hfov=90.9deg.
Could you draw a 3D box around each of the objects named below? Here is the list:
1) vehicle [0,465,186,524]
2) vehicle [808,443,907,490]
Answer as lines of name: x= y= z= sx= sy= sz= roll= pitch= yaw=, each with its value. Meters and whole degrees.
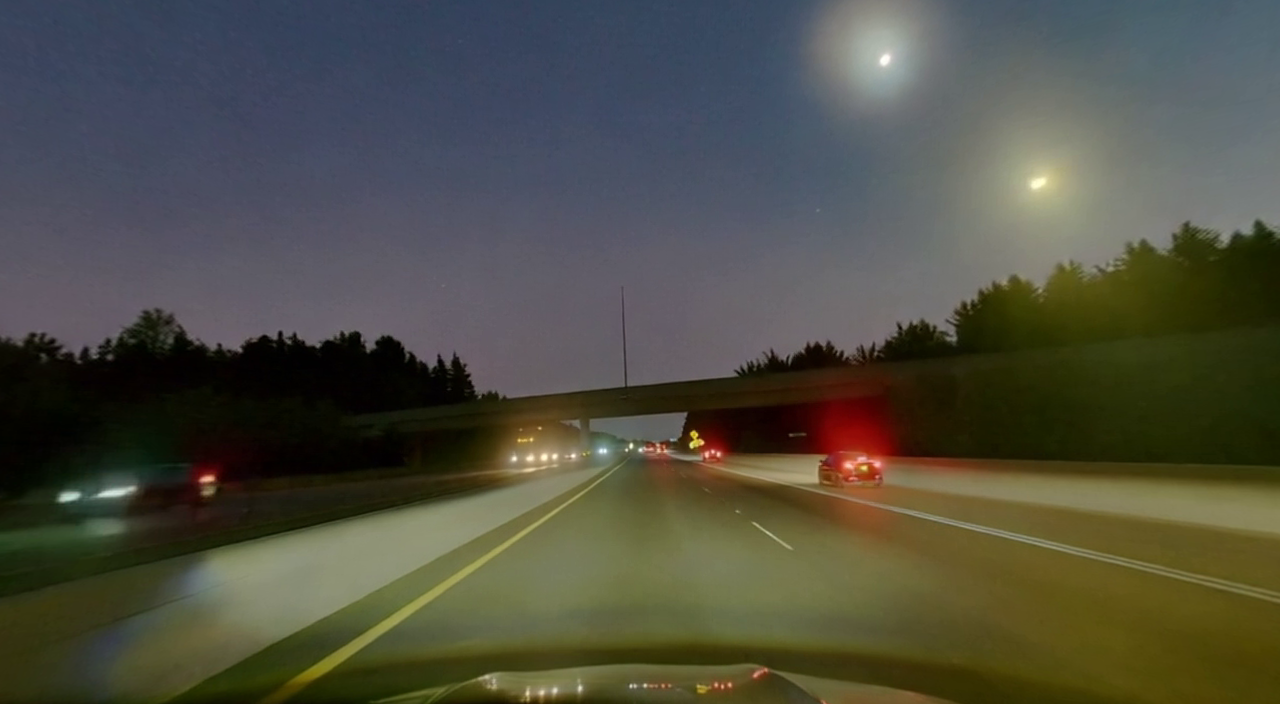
vehicle: x=-16.068 y=4.164 z=18.812 sx=2.048 sy=1.446 sz=3.900 roll=0 pitch=-9 yaw=0
vehicle: x=7.579 y=4.033 z=22.468 sx=1.987 sy=1.473 sz=4.244 roll=0 pitch=-9 yaw=0
